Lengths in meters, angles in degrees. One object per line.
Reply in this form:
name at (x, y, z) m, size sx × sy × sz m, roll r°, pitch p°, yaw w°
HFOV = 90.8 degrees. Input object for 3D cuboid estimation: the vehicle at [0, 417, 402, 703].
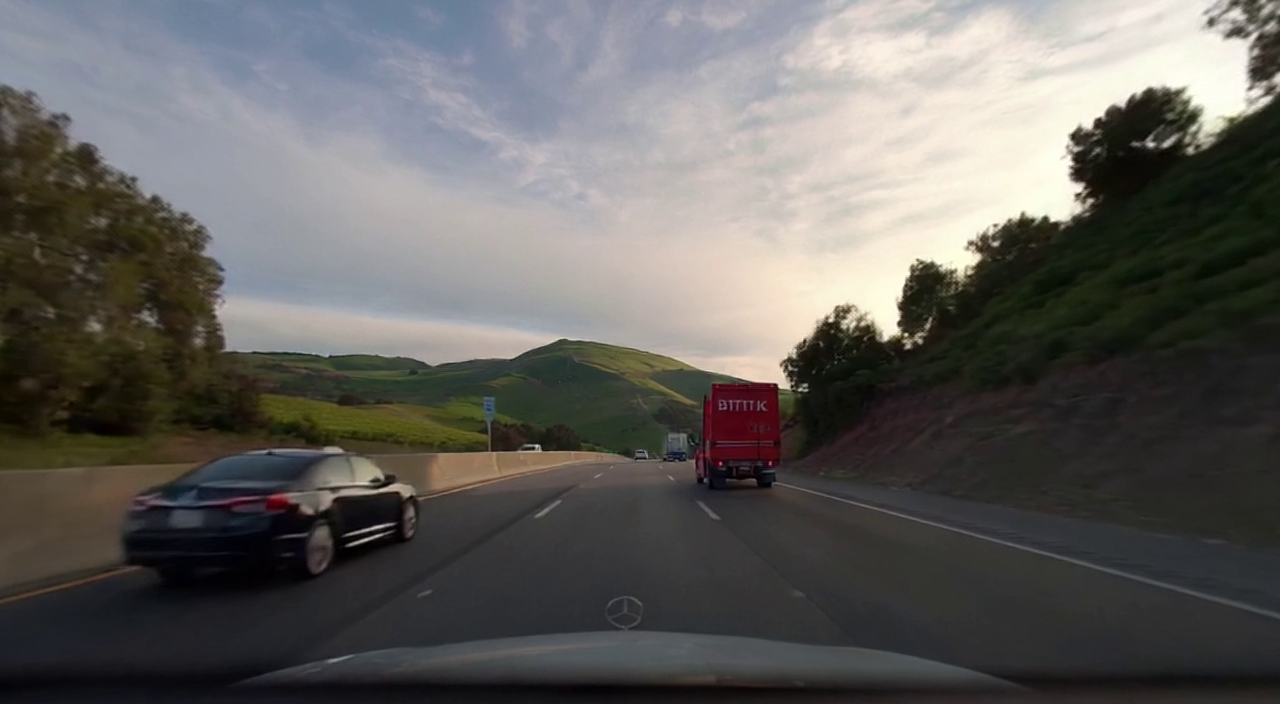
vehicle at (-3.861, 1.338, 4.747) m, size 2.060 × 1.475 × 5.314 m, roll 0°, pitch -9°, yaw 0°

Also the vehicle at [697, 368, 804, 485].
vehicle at (4.092, 3.032, 25.027) m, size 2.999 × 4.023 × 6.337 m, roll 0°, pitch -9°, yaw 0°
